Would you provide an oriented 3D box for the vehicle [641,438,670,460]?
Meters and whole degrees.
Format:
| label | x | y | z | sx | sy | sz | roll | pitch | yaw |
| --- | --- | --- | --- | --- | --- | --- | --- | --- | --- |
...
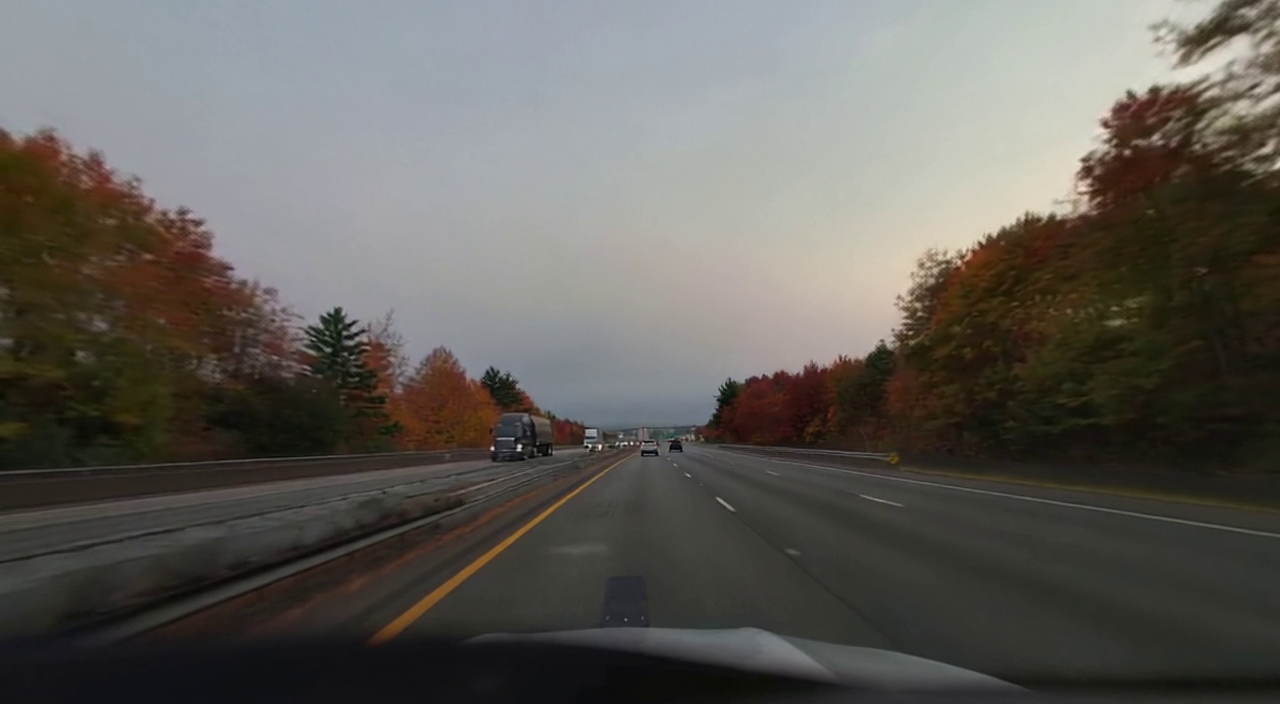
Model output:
| label | x | y | z | sx | sy | sz | roll | pitch | yaw |
| --- | --- | --- | --- | --- | --- | --- | --- | --- | --- |
| vehicle | 1.021 | 6.790 | 44.119 | 1.924 | 1.498 | 3.817 | 0 | -8 | 0 |
